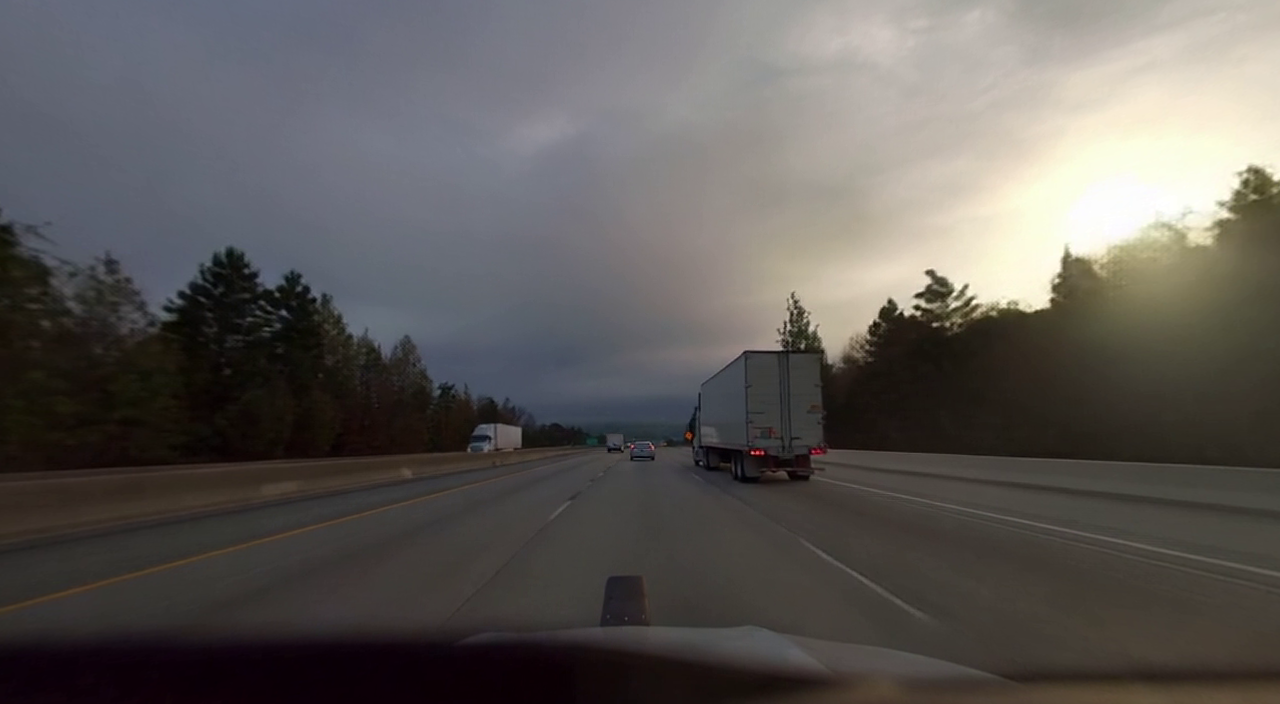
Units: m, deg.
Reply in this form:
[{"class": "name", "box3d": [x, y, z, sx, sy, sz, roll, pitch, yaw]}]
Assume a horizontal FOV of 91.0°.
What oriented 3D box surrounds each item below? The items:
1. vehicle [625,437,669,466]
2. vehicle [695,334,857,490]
[{"class": "vehicle", "box3d": [0.465, 5.785, 36.850, 2.139, 1.607, 4.034, -1, -8, 7]}, {"class": "vehicle", "box3d": [4.225, 2.551, 23.866, 3.005, 4.131, 14.221, 0, -8, 0]}]
